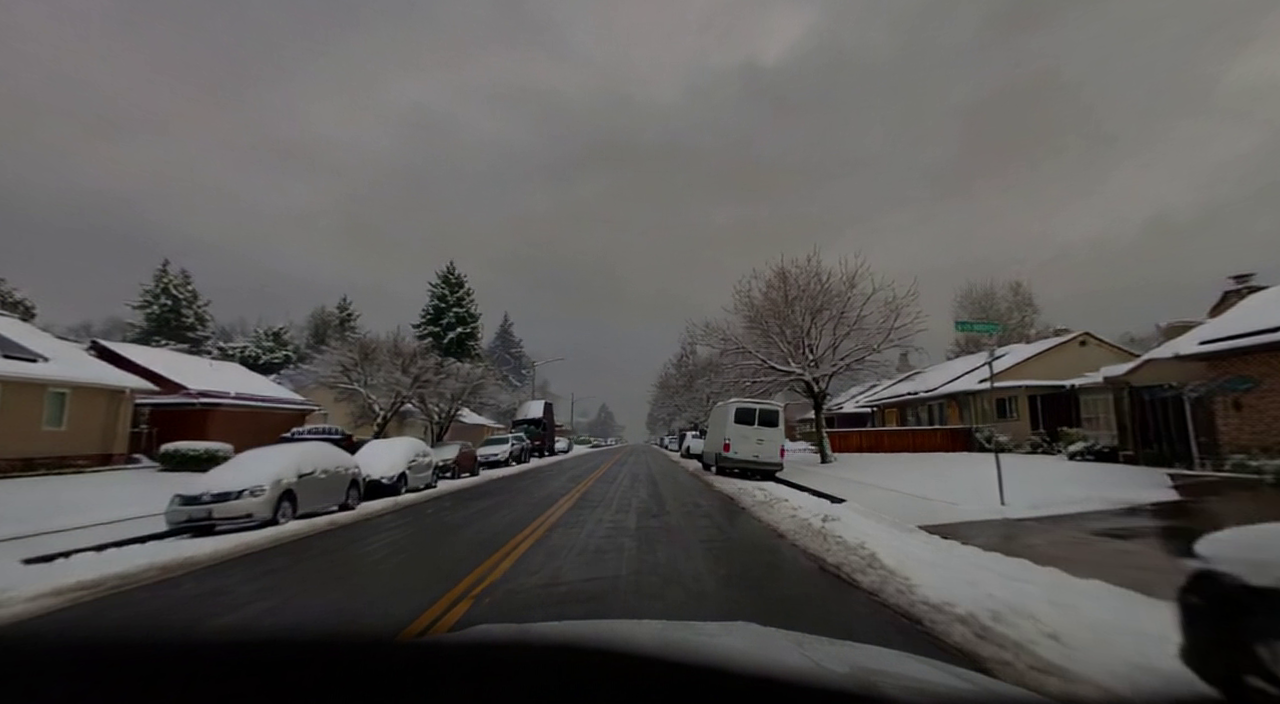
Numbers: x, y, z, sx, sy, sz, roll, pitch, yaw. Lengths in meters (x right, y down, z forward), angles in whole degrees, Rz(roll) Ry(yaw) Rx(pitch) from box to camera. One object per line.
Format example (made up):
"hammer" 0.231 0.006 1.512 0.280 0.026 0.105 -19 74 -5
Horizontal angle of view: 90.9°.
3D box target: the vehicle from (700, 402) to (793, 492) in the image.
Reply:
"vehicle" 3.269 3.010 20.377 2.215 2.542 4.550 -1 -7 1

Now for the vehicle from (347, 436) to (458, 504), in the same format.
"vehicle" -6.236 3.077 16.929 1.758 1.519 3.396 -3 -7 -2

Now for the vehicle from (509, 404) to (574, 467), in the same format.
"vehicle" -6.198 5.428 41.047 2.896 3.648 8.004 0 -8 0

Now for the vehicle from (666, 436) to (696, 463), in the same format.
"vehicle" 3.026 7.297 47.459 1.965 1.855 4.677 0 -8 0

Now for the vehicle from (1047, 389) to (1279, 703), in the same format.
"vehicle" 3.159 0.724 1.046 1.916 1.484 4.638 0 -8 1

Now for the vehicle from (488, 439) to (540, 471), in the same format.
"vehicle" -6.355 5.227 32.265 1.921 1.470 4.068 0 -8 -2

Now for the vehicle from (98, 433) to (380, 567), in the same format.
"vehicle" -6.294 2.262 10.730 1.901 1.472 4.676 -2 -5 -2
